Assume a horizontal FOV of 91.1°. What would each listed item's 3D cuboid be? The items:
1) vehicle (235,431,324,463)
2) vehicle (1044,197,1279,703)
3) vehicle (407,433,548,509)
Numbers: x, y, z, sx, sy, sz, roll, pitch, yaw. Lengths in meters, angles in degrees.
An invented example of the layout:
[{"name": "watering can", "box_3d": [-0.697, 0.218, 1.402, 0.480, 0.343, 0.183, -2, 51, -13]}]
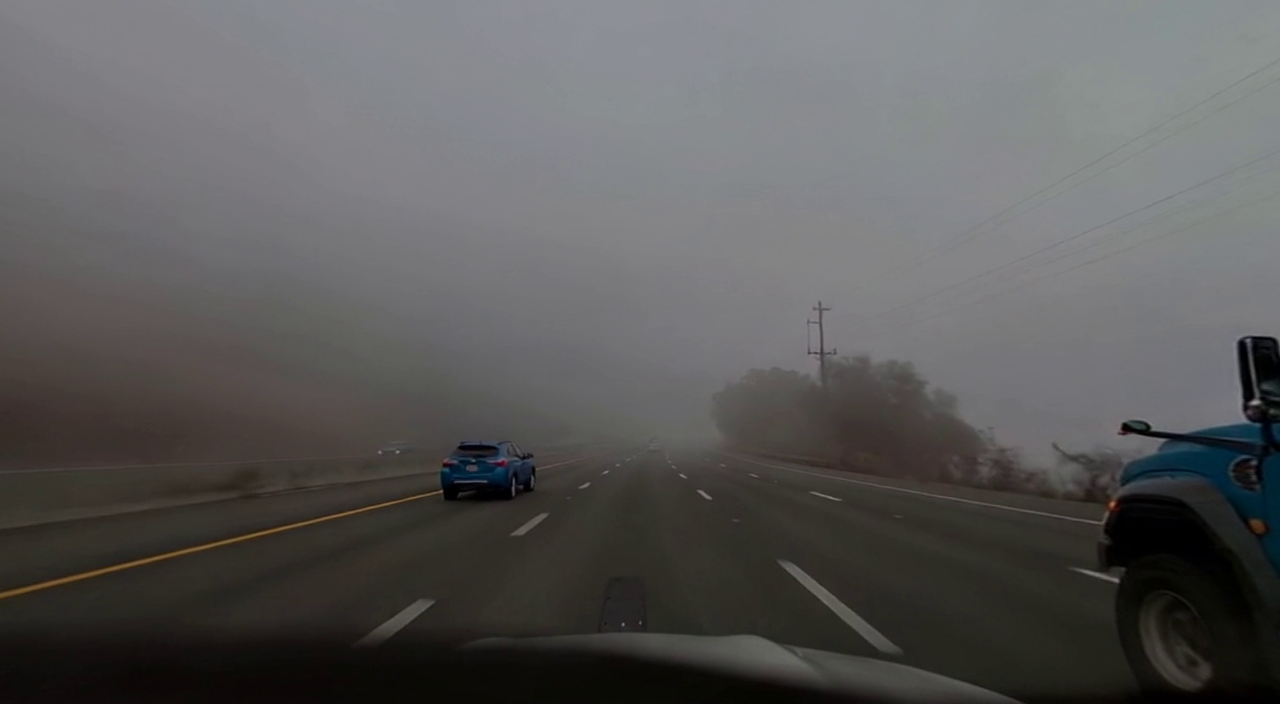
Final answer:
[{"name": "vehicle", "box_3d": [-25.467, 6.759, 44.660, 2.494, 2.042, 6.228, 0, -9, 1]}, {"name": "vehicle", "box_3d": [3.654, 0.252, 0.345, 2.538, 2.228, 6.370, 0, -9, -1]}, {"name": "vehicle", "box_3d": [-3.583, 2.719, 14.814, 1.974, 1.493, 4.563, 0, -9, 2]}]
